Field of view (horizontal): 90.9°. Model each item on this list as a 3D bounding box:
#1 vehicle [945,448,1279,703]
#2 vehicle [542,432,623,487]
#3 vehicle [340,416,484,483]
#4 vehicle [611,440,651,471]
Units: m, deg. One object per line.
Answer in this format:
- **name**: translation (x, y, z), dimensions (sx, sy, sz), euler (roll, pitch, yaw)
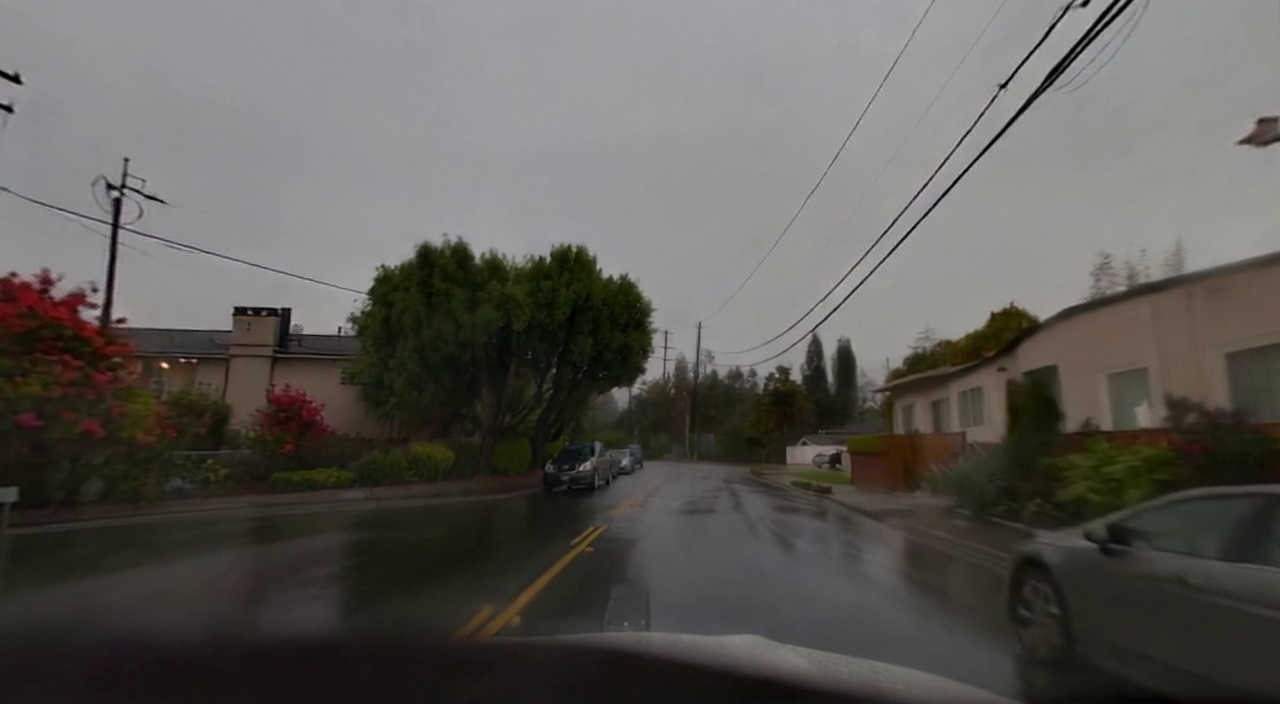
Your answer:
- **vehicle**: translation (3.737, 1.212, 3.053), dimensions (2.151, 1.468, 5.066), euler (0, -9, 2)
- **vehicle**: translation (-2.141, 4.323, 25.647), dimensions (2.463, 1.951, 5.794), euler (0, -9, 3)
- **vehicle**: translation (-10.182, 4.427, 28.747), dimensions (5.828, 2.818, 2.231), euler (2, -9, -13)
- **vehicle**: translation (-0.521, 6.850, 41.948), dimensions (2.139, 1.882, 4.635), euler (-1, -9, 6)
